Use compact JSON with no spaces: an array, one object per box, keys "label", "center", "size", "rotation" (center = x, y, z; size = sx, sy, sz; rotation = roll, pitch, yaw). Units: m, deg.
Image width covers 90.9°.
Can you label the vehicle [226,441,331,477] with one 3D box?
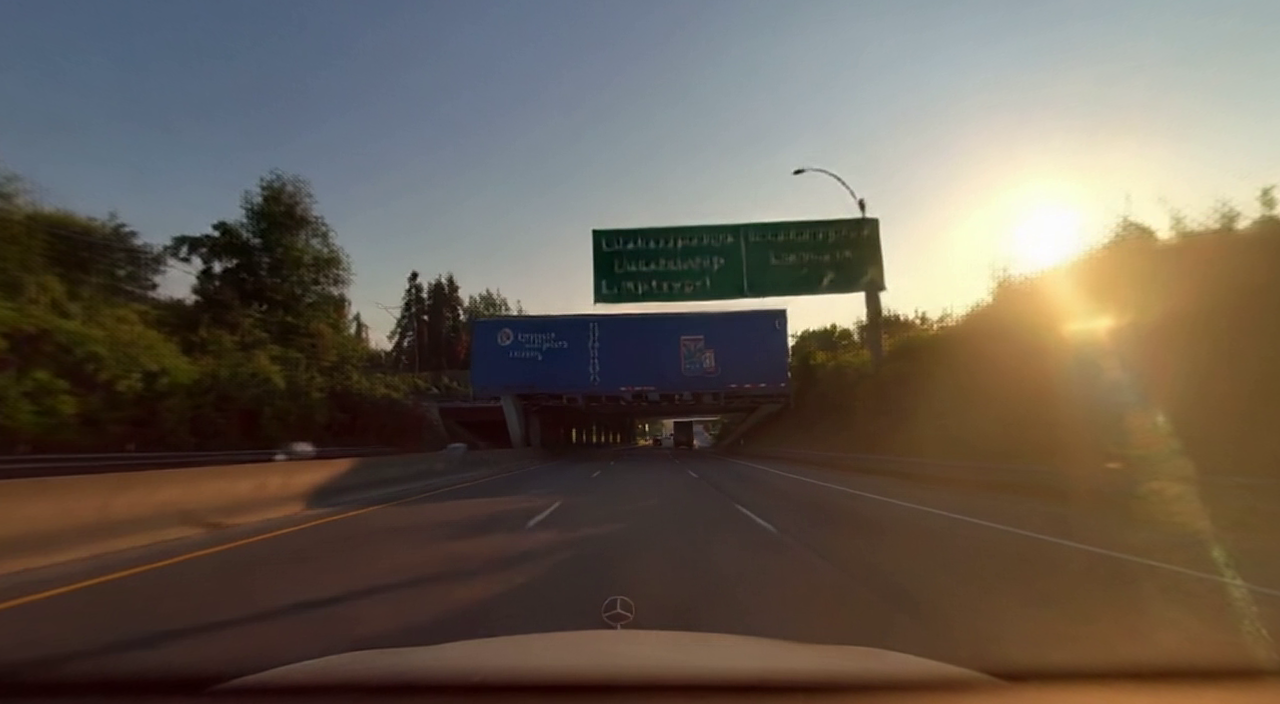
[{"label":"vehicle","center":[-16.694,4.914,29.400],"size":[2.073,1.476,4.777],"rotation":[0,-8,0]}]
